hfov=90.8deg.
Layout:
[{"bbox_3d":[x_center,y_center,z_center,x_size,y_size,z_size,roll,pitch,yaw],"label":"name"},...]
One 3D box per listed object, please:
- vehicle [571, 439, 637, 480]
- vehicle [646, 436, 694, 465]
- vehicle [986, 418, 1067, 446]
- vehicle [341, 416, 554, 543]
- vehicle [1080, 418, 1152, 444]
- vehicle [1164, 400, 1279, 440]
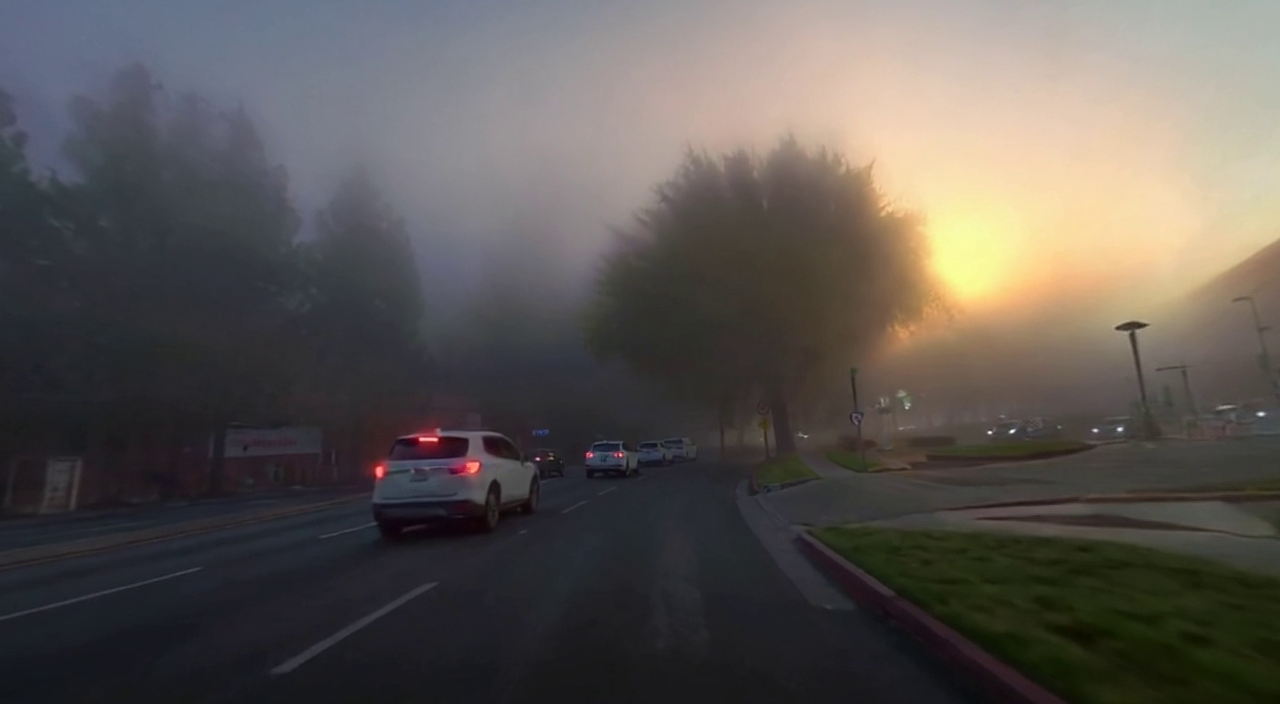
[{"bbox_3d":[-1.506,4.730,28.163,2.002,1.664,4.113,-2,-9,10],"label":"vehicle"},{"bbox_3d":[2.084,6.605,42.556,2.167,1.832,4.679,-2,-9,16],"label":"vehicle"},{"bbox_3d":[26.047,5.434,42.566,4.982,1.789,2.303,4,-10,-28],"label":"vehicle"},{"bbox_3d":[-3.235,2.258,11.841,2.168,1.783,4.695,-4,-9,5],"label":"vehicle"},{"bbox_3d":[29.071,4.854,38.530,4.106,1.450,1.901,5,-10,-29],"label":"vehicle"},{"bbox_3d":[28.841,3.342,30.594,1.910,1.652,4.755,3,-10,-30],"label":"vehicle"}]
